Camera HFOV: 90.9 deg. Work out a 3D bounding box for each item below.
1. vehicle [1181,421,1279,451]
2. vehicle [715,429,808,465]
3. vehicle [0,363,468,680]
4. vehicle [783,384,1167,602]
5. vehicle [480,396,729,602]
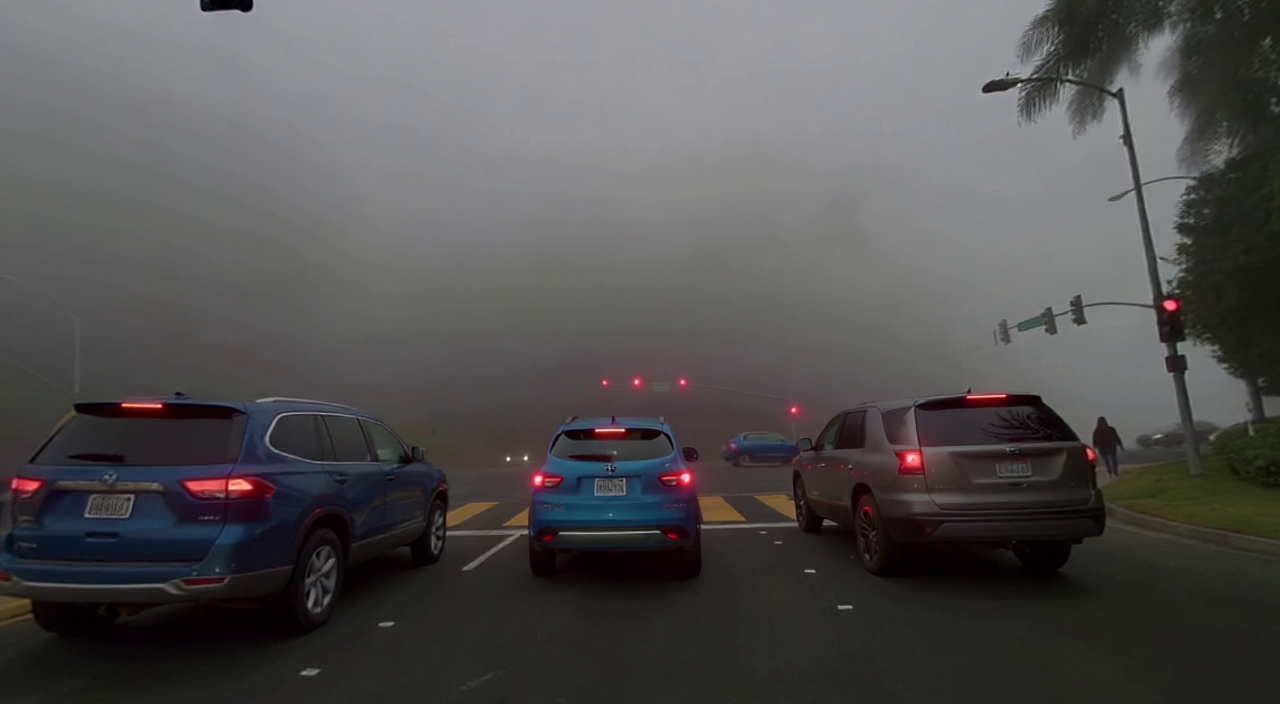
[{"bbox_3d":[32.774,4.656,34.777,4.175,1.634,1.877,1,-8,-4],"label":"vehicle"},{"bbox_3d":[6.656,5.223,34.737,4.535,1.872,1.975,-6,-10,34],"label":"vehicle"},{"bbox_3d":[-3.281,1.285,5.893,2.047,1.810,4.414,0,-8,1],"label":"vehicle"},{"bbox_3d":[3.266,1.488,7.507,2.083,1.779,4.532,0,-8,0],"label":"vehicle"},{"bbox_3d":[-0.240,1.514,7.314,2.067,1.702,3.987,0,-8,2],"label":"vehicle"}]
